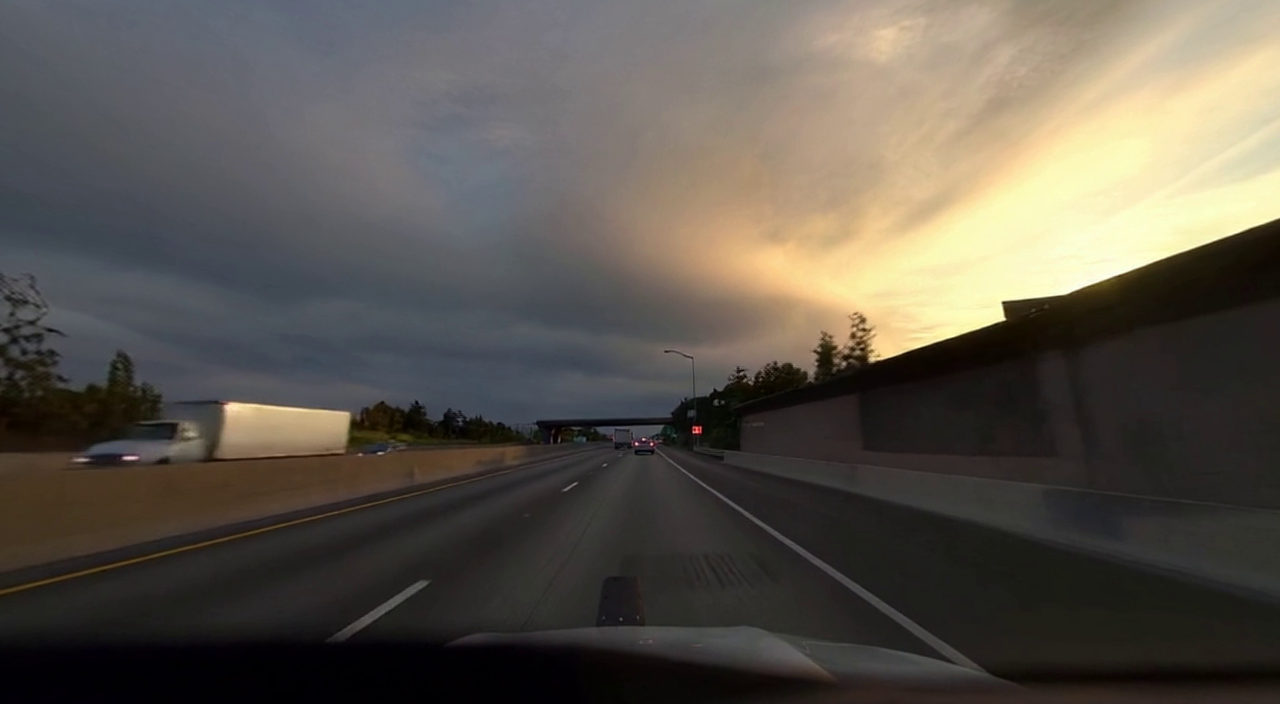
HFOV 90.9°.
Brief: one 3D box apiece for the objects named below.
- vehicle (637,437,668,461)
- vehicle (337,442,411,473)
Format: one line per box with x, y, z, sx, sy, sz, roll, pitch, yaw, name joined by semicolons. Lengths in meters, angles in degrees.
0.805;6.513;42.343;2.030;1.523;4.114;0;-8;0;vehicle
-14.236;5.636;33.988;1.892;1.511;4.694;0;-8;1;vehicle
